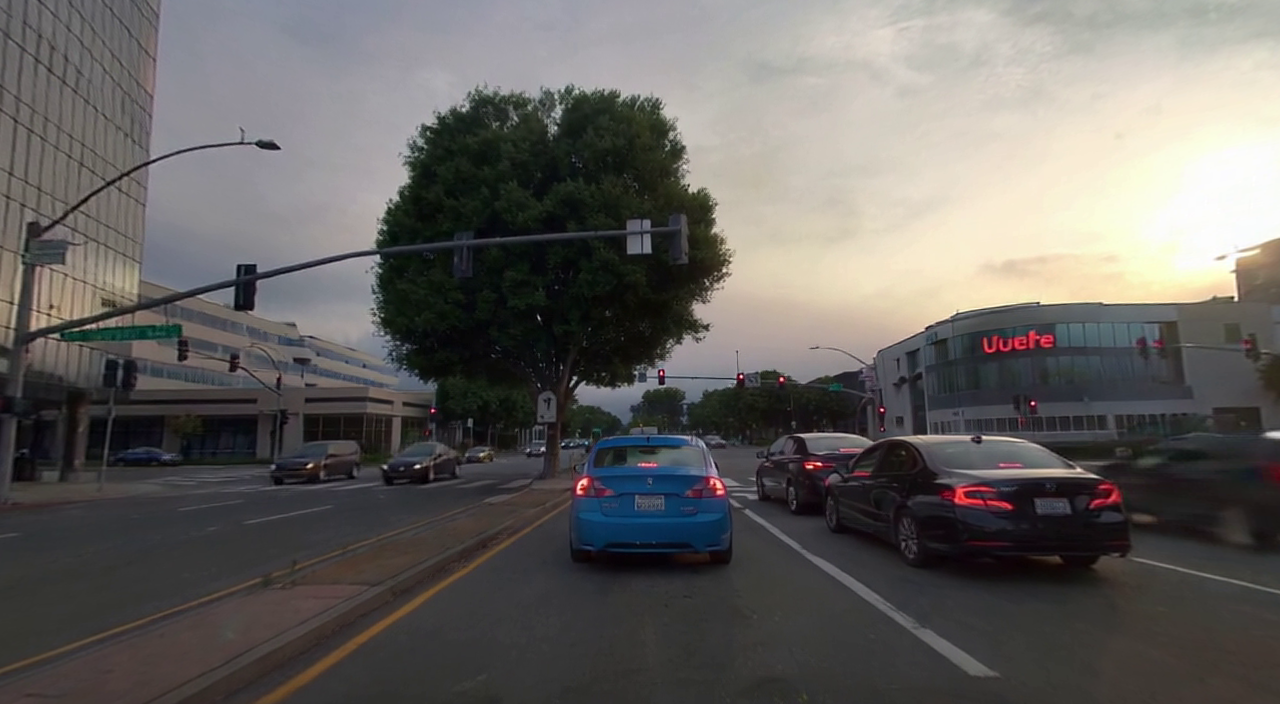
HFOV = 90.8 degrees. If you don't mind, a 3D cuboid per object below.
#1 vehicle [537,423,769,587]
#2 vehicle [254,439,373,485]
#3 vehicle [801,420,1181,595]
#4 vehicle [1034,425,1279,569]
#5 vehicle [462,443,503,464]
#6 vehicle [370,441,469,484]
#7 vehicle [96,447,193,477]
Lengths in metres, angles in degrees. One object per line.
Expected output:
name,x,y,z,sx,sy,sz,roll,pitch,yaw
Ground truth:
vehicle,0.098,1.688,7.781,2.087,1.468,4.014,0,-9,-1
vehicle,-12.678,4.289,24.967,2.166,1.659,4.654,0,-9,1
vehicle,3.623,1.686,7.783,2.018,1.491,4.544,0,-9,-1
vehicle,7.972,1.856,8.706,1.999,1.562,4.675,0,-9,-1
vehicle,-11.699,7.558,47.240,1.922,1.466,4.422,0,-9,0
vehicle,-8.308,4.187,24.294,2.090,1.475,4.616,0,-9,1
vehicle,-26.685,5.908,34.106,3.657,1.528,1.783,1,-9,-4
